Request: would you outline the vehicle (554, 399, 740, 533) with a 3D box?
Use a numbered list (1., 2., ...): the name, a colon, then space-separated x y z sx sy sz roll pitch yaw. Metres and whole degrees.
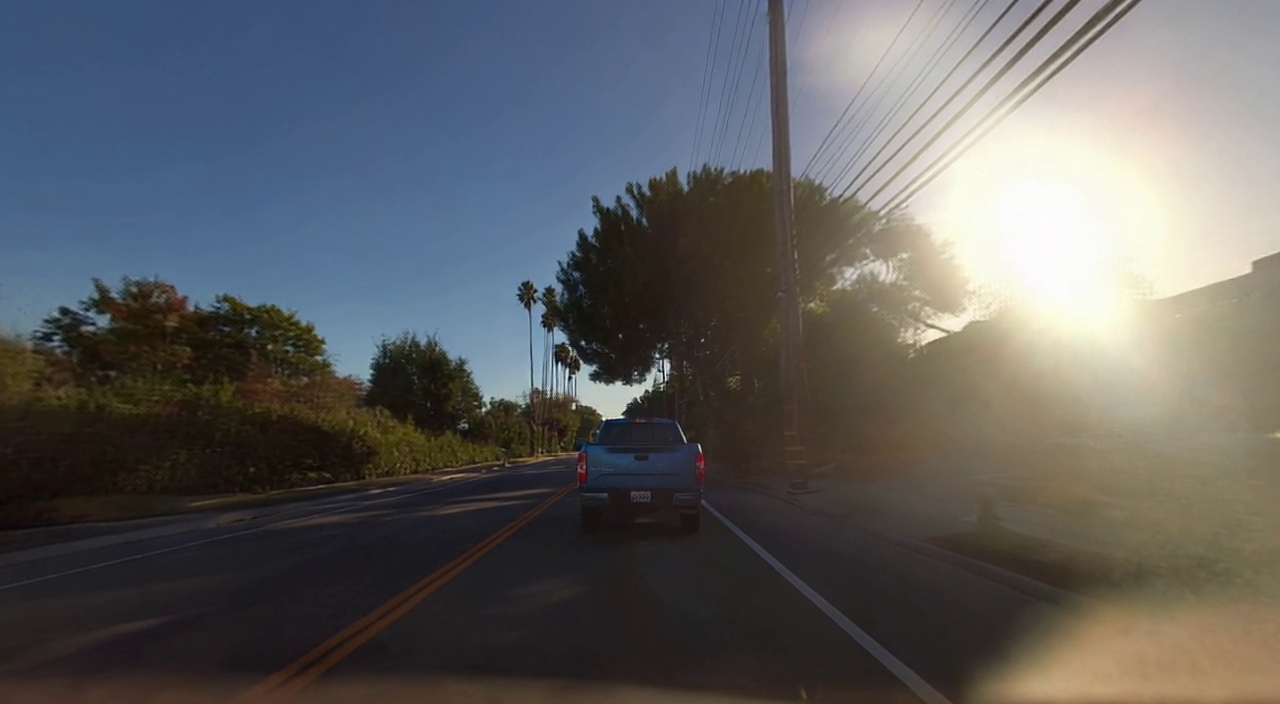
1. vehicle: 0.056 2.155 12.497 2.803 2.005 5.885 0 -8 -1
